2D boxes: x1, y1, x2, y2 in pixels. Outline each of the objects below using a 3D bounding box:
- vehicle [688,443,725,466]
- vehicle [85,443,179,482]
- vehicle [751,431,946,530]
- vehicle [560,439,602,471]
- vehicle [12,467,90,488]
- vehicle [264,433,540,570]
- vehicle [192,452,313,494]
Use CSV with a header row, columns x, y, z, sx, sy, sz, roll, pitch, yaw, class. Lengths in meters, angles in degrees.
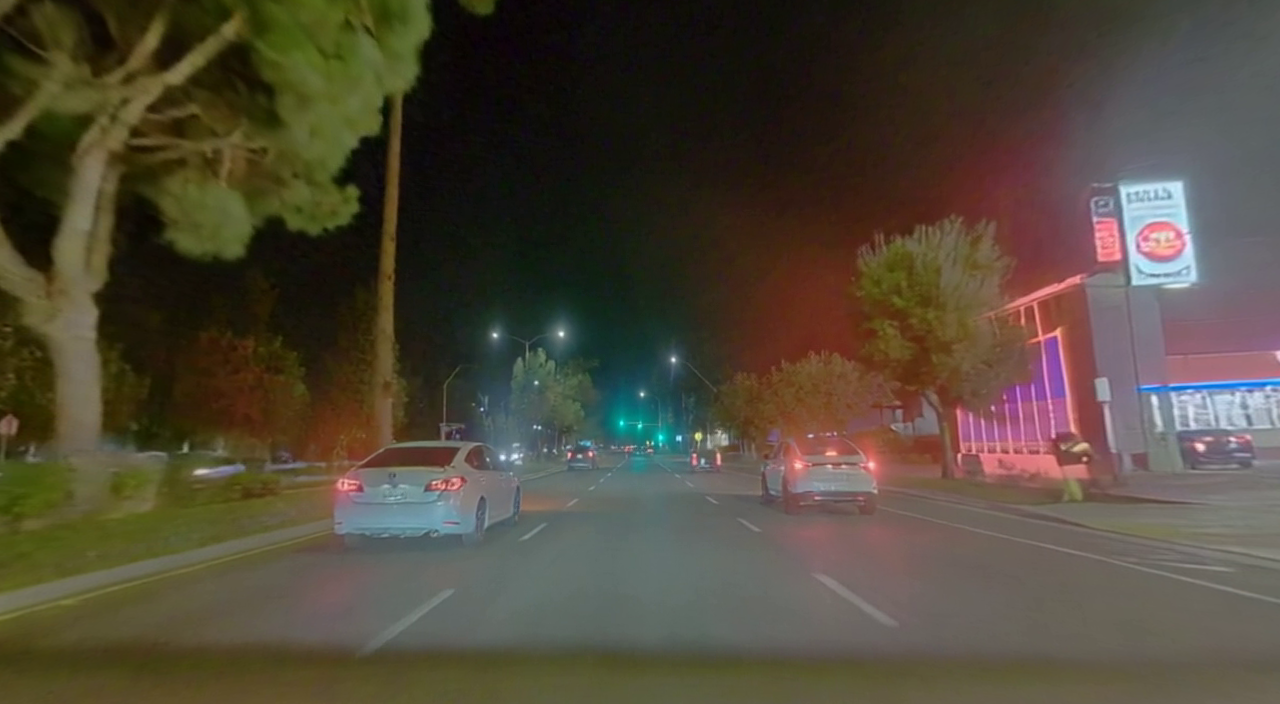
x,y,z,sx,sy,sz,roll,pitch,yaw,class
4.466,6.985,43.128,1.996,1.443,4.270,0,-8,-1,vehicle
-39.776,8.647,49.479,5.275,2.878,2.410,-2,-8,2,vehicle
3.594,2.310,11.984,2.036,1.480,4.659,0,-8,-1,vehicle
-3.349,5.971,36.755,1.981,1.731,4.360,0,-8,1,vehicle
-46.058,9.801,49.316,4.359,1.456,1.744,-1,-9,2,vehicle
-2.976,1.988,9.337,2.082,1.460,4.922,0,-8,1,vehicle
-15.329,4.789,25.317,1.858,1.468,4.666,0,-8,1,vehicle
